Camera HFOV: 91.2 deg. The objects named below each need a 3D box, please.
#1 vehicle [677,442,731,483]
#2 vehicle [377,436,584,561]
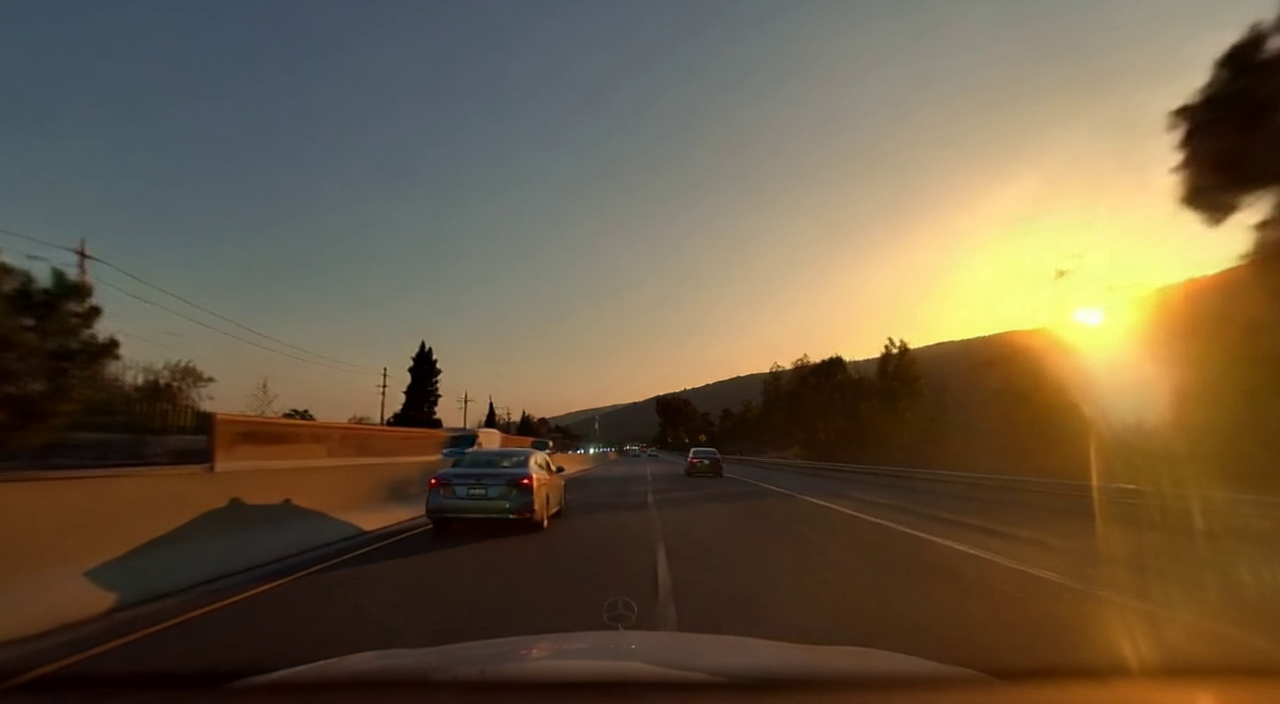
[{"bbox_3d":[2.633,4.650,26.594,1.910,1.554,3.718,0,-9,1],"label":"vehicle"},{"bbox_3d":[-2.103,2.084,9.656,2.013,1.479,4.169,0,-9,1],"label":"vehicle"}]
